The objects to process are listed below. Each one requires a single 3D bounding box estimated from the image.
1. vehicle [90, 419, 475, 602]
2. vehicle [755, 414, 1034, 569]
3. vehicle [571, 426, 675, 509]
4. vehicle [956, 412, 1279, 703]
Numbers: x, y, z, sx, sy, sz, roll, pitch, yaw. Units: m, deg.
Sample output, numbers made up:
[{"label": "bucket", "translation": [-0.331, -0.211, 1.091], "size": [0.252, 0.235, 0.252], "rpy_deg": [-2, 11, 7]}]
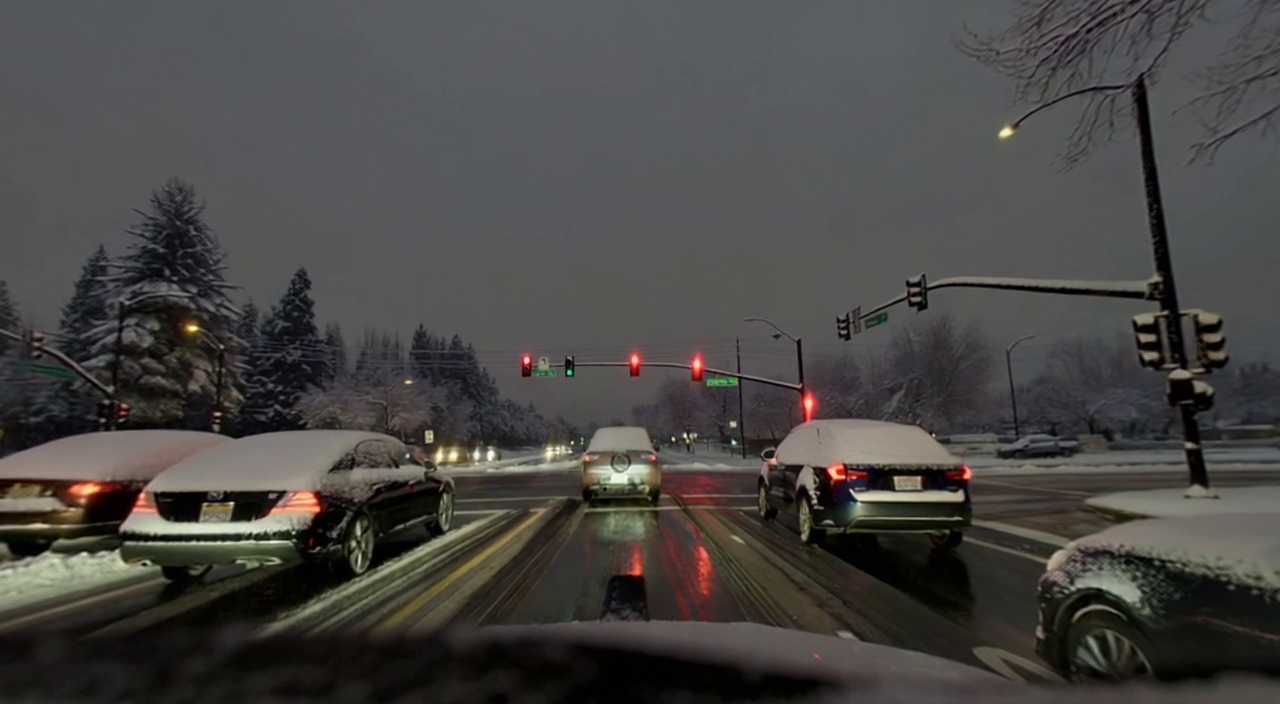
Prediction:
[{"label": "vehicle", "translation": [-3.538, 1.637, 7.462], "size": [1.941, 1.492, 4.399], "rpy_deg": [0, -8, 1]}, {"label": "vehicle", "translation": [3.269, 1.881, 9.342], "size": [2.097, 1.707, 4.461], "rpy_deg": [0, -8, -2]}, {"label": "vehicle", "translation": [-0.366, 2.751, 15.467], "size": [2.215, 1.749, 3.976], "rpy_deg": [0, -8, 0]}, {"label": "vehicle", "translation": [3.228, 0.941, 2.193], "size": [1.960, 1.460, 4.233], "rpy_deg": [0, -8, -1]}]
